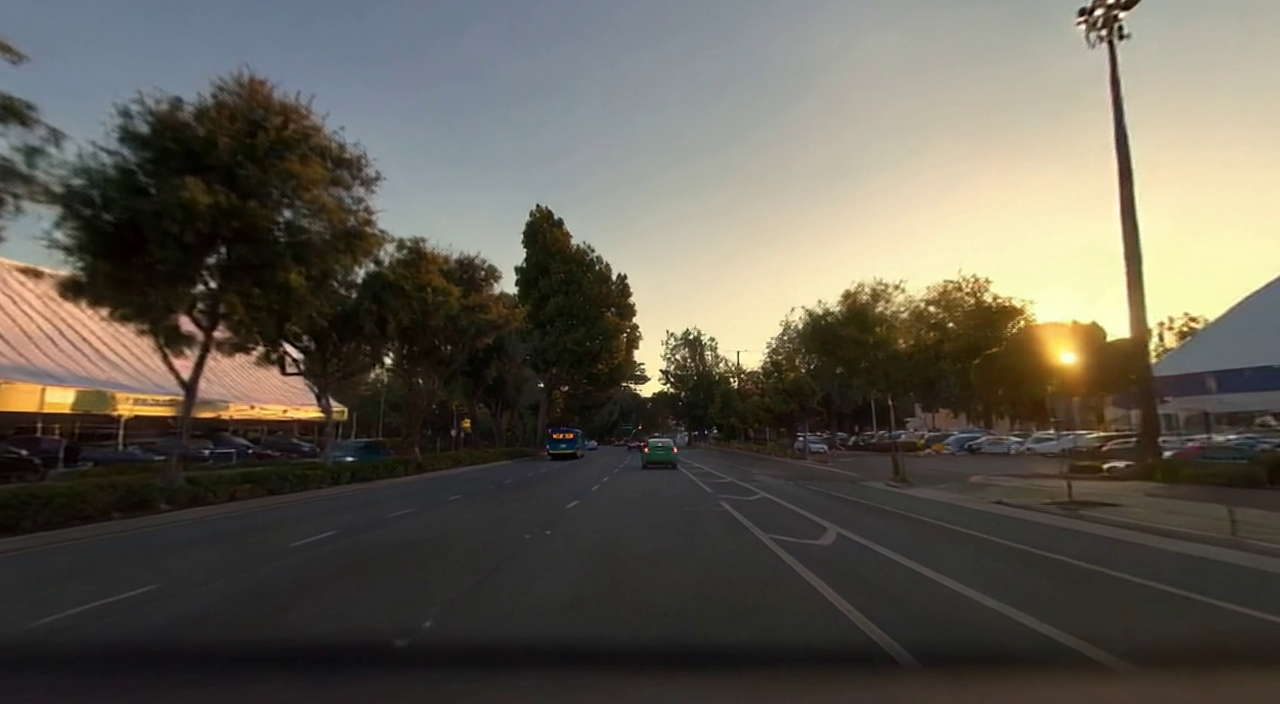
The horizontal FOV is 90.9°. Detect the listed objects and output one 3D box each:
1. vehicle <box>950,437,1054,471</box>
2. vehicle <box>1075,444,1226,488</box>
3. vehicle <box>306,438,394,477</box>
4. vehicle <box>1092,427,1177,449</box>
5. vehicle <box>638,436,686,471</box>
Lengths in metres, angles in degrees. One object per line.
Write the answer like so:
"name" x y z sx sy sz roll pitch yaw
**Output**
"vehicle" 19.435 5.530 34.276 2.229 1.661 5.991 0 -9 1
"vehicle" 19.002 4.232 23.843 1.849 1.466 4.831 -1 -9 3
"vehicle" -14.108 5.138 31.017 2.126 1.742 4.517 0 -9 1
"vehicle" 33.665 5.871 43.011 4.215 1.462 1.883 0 -9 -1
"vehicle" 0.957 4.824 30.100 2.123 1.498 4.226 0 -9 0
